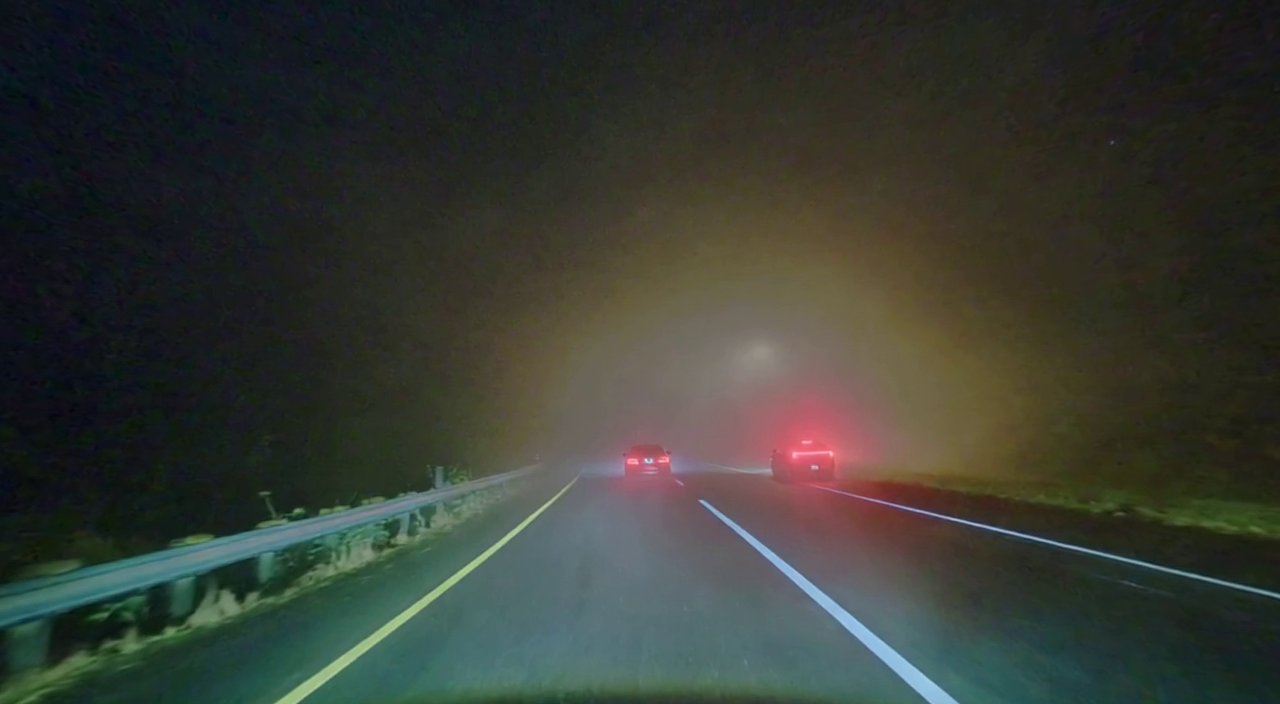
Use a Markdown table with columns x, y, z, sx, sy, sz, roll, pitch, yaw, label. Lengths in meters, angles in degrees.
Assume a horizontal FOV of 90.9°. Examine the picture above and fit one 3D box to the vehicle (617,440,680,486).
| x | y | z | sx | sy | sz | roll | pitch | yaw | label |
| --- | --- | --- | --- | --- | --- | --- | --- | --- | --- |
| 0.207 | 3.911 | 22.591 | 2.029 | 1.474 | 4.183 | 0 | -9 | -2 | vehicle |
